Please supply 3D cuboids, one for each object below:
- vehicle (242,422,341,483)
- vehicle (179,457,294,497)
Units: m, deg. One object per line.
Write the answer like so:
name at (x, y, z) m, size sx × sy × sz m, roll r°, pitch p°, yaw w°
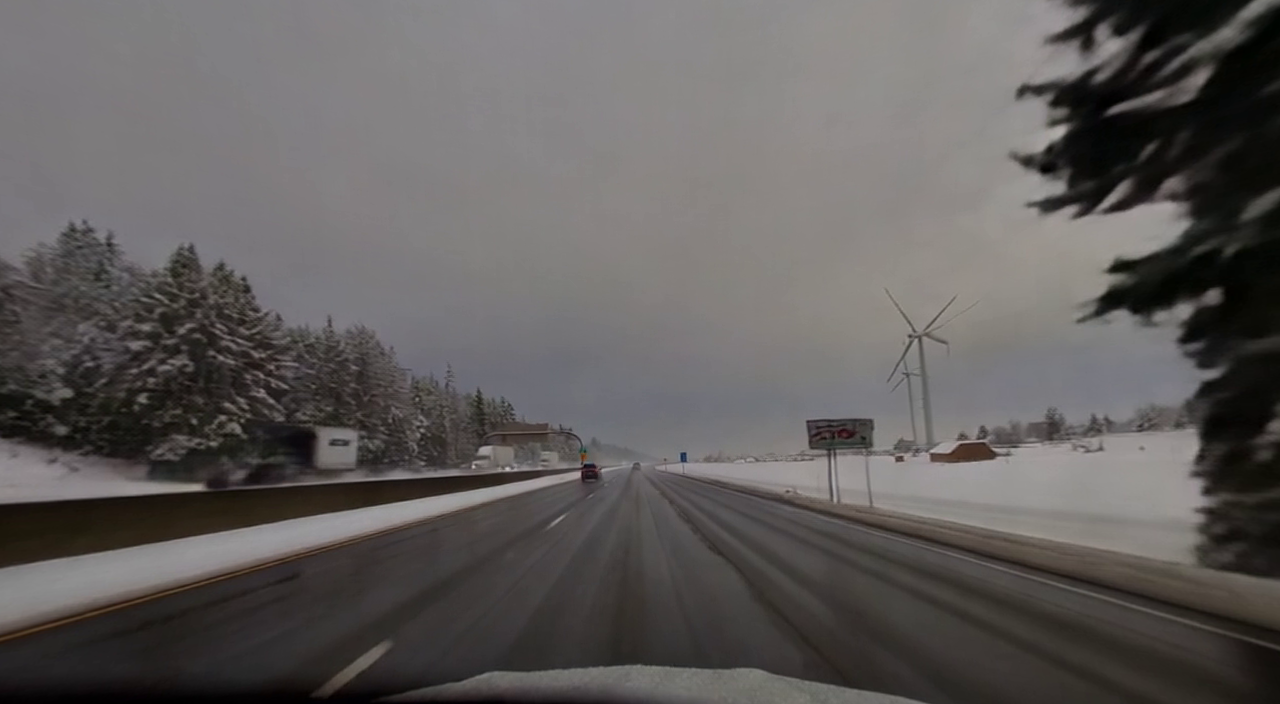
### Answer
vehicle at (-23.520, 6.909, 42.942) m, size 3.011 × 3.815 × 5.893 m, roll 1°, pitch -10°, yaw 1°
vehicle at (-15.762, 4.919, 24.923) m, size 1.827 × 1.423 × 4.071 m, roll 1°, pitch -10°, yaw 0°
